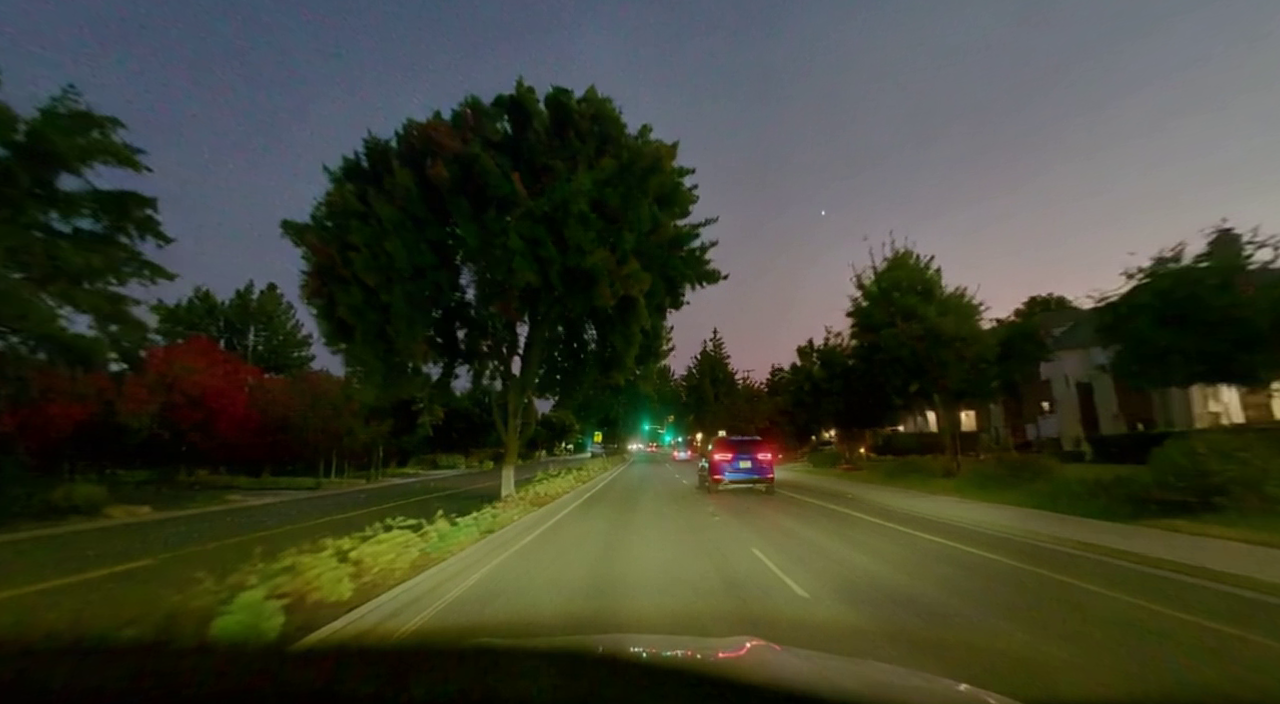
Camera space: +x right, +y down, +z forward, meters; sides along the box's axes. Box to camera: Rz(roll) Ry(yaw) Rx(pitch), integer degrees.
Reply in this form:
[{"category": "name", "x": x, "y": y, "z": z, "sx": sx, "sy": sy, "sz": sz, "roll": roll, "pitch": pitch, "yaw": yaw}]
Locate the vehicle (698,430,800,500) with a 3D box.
[{"category": "vehicle", "x": 3.023, "y": 3.263, "z": 18.628, "sx": 2.180, "sy": 1.773, "sz": 4.639, "roll": 0, "pitch": -8, "yaw": 0}]
